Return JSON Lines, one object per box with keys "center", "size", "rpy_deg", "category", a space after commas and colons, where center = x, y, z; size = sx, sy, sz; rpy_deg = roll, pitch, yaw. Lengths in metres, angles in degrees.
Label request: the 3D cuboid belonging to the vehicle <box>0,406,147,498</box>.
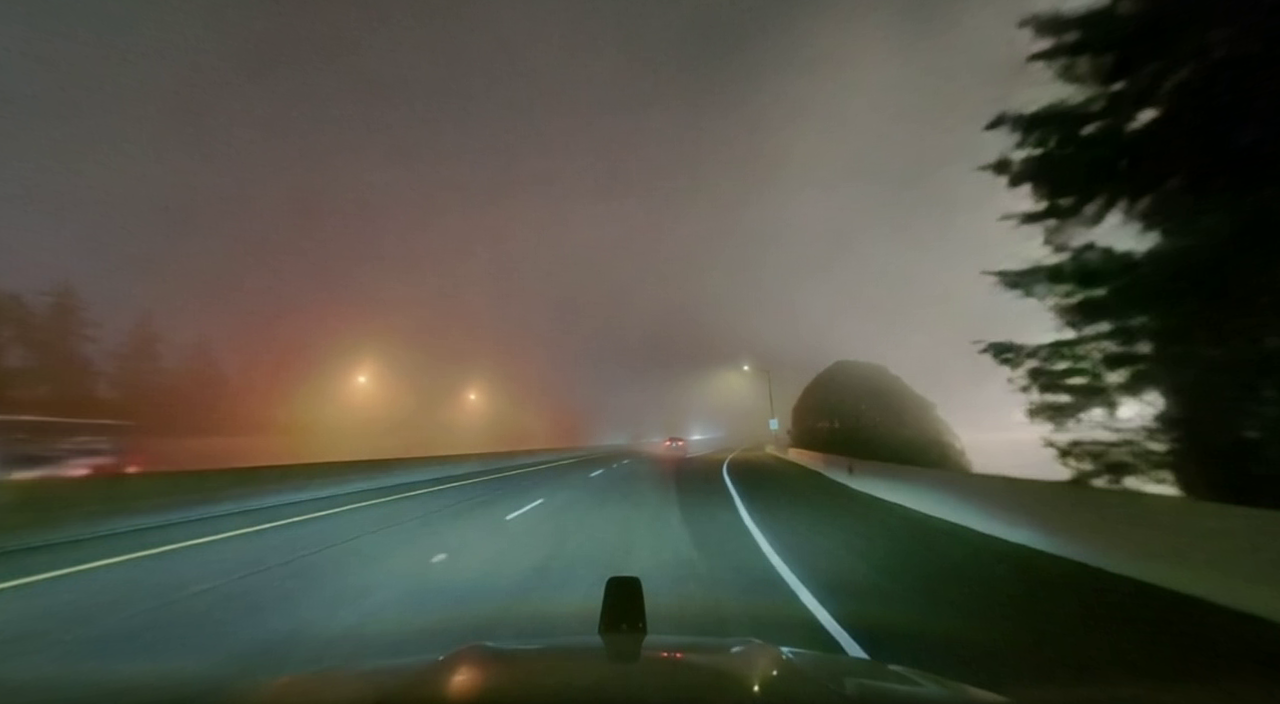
{"center": [-29.001, 4.187, 26.244], "size": [2.870, 3.934, 15.899], "rpy_deg": [-1, -8, 6], "category": "vehicle"}
